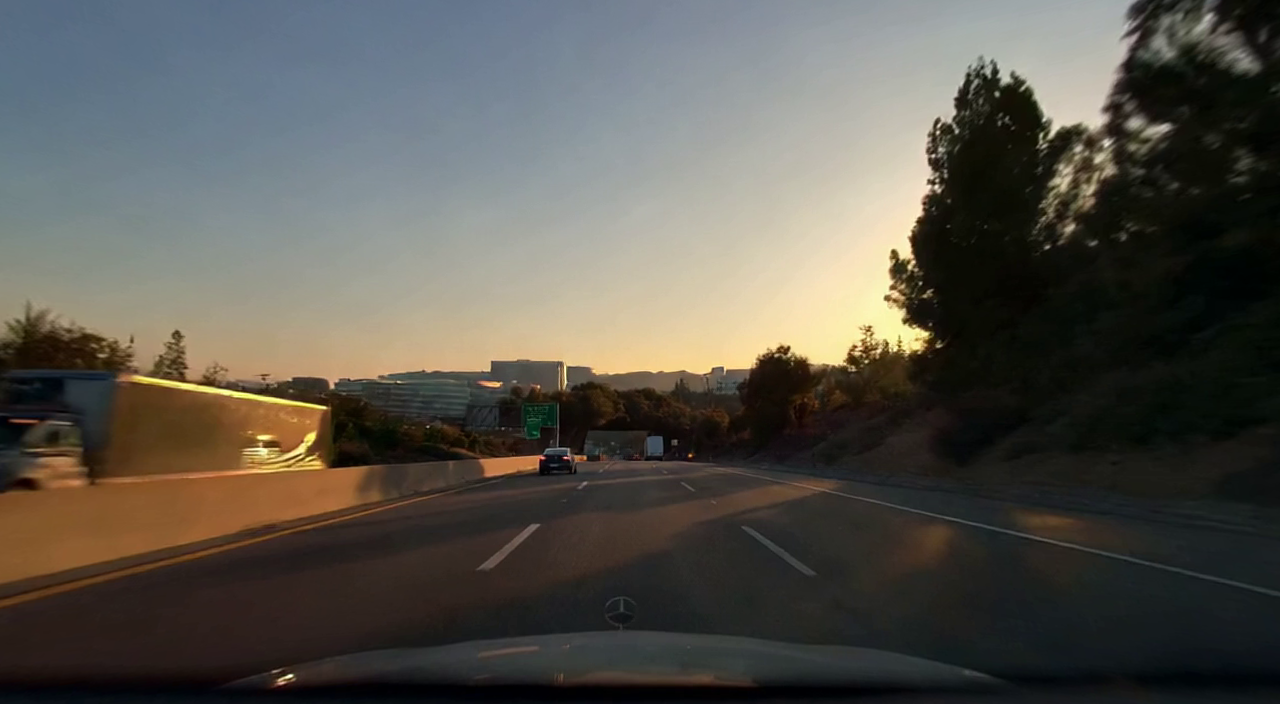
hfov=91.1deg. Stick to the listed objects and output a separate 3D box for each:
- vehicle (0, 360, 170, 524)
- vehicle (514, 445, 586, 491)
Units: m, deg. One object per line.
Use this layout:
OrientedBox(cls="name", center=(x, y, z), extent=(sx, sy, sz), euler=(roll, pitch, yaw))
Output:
OrientedBox(cls="vehicle", center=(-16.885, 2.531, 17.413), extent=(3.011, 3.895, 5.853), euler=(0, -9, -1))
OrientedBox(cls="vehicle", center=(-3.245, 4.279, 23.502), extent=(2.100, 1.525, 4.179), euler=(0, -9, 0))
